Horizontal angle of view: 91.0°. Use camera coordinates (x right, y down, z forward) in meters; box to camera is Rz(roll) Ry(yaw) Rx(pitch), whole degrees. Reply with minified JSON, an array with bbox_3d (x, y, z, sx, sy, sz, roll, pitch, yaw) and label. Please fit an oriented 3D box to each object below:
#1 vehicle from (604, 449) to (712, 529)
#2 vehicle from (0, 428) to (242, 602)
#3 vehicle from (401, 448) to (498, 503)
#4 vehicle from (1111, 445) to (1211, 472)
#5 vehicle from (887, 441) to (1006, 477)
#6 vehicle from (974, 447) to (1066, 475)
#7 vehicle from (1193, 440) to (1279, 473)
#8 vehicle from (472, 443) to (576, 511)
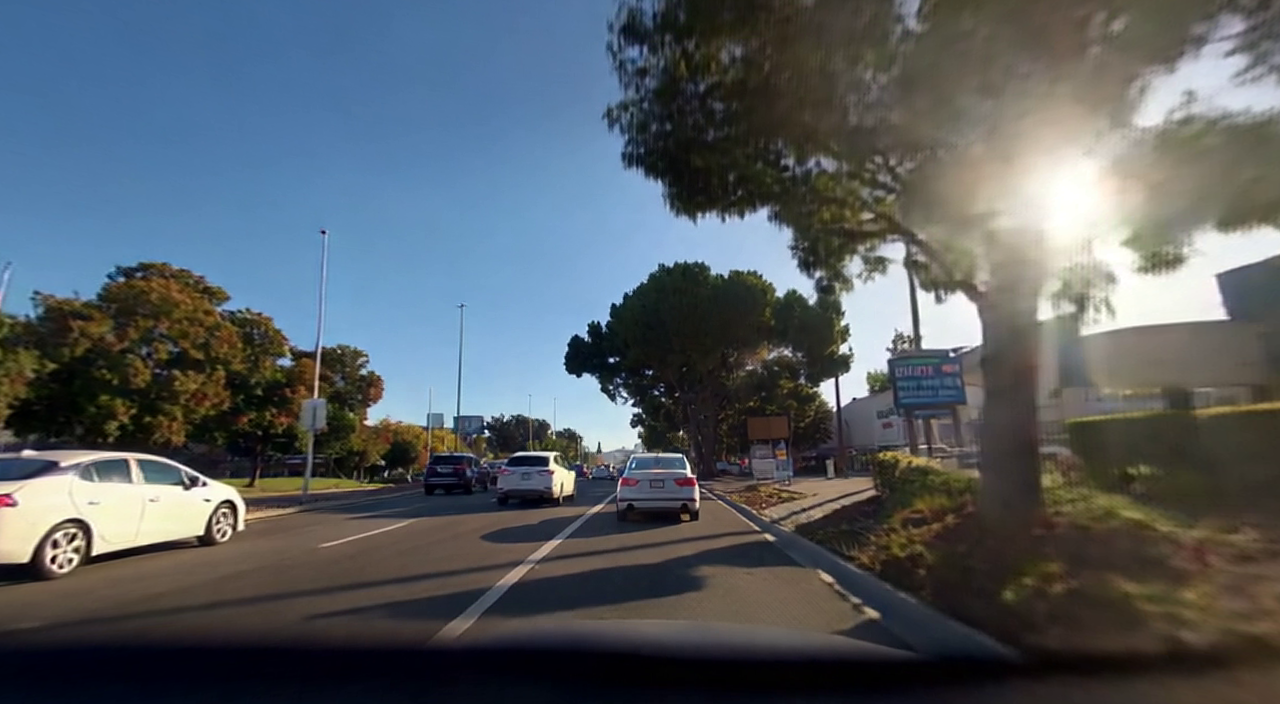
[{"bbox_3d":[0.390,2.970,14.254,2.091,1.494,3.962,0,-9,1],"label":"vehicle"},{"bbox_3d":[-7.126,1.780,7.449,1.968,1.657,4.230,0,-9,1],"label":"vehicle"},{"bbox_3d":[-6.787,4.421,22.975,2.032,1.767,4.549,0,-9,1],"label":"vehicle"},{"bbox_3d":[30.546,6.205,36.988,1.757,1.496,4.200,7,-11,-42],"label":"vehicle"},{"bbox_3d":[18.198,6.311,37.571,5.852,1.962,2.323,-8,-11,41],"label":"vehicle"},{"bbox_3d":[22.463,6.469,37.298,4.220,1.550,1.935,-9,-13,43],"label":"vehicle"},{"bbox_3d":[35.010,6.124,36.702,3.950,1.521,1.741,-15,-17,39],"label":"vehicle"},{"bbox_3d":[-3.202,3.543,18.468,2.055,1.725,4.732,0,-9,1],"label":"vehicle"}]
